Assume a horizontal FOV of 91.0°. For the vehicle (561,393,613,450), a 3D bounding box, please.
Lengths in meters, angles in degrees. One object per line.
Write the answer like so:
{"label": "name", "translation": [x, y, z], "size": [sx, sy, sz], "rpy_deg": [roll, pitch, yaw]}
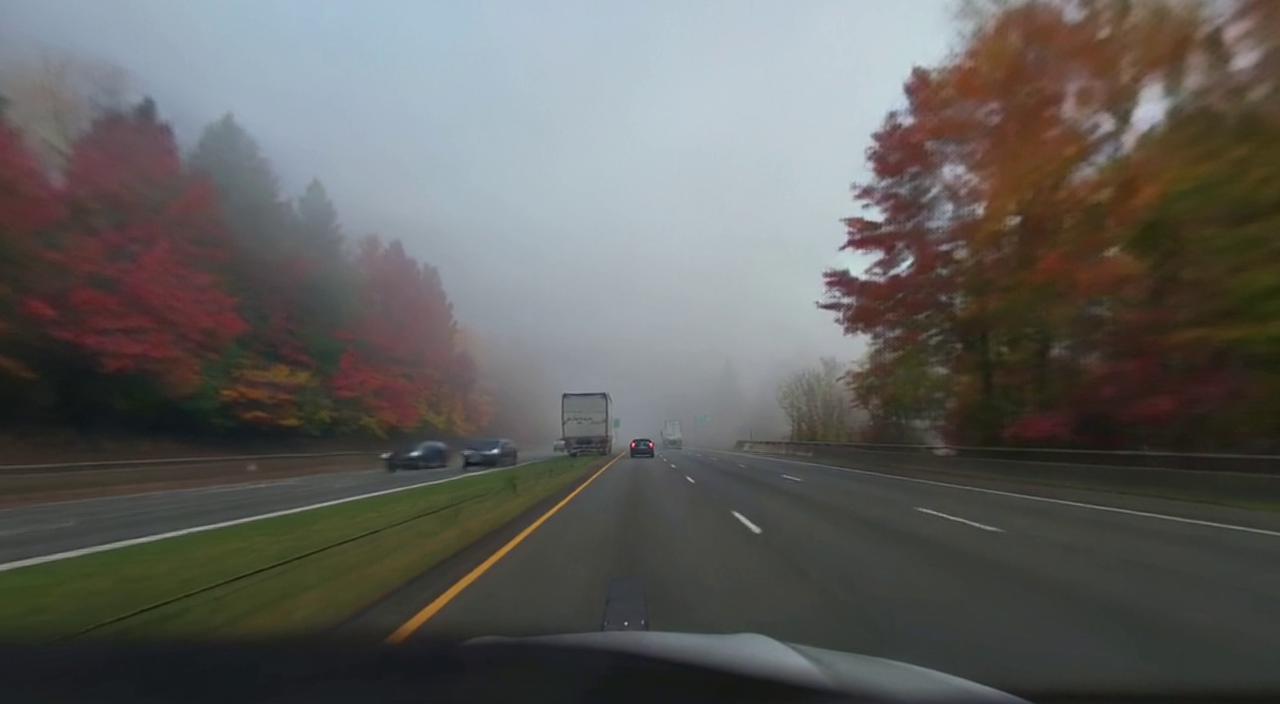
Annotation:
{"label": "vehicle", "translation": [-3.893, 5.598, 49.196], "size": [3.120, 3.936, 11.480], "rpy_deg": [0, -8, 0]}

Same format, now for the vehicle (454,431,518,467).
{"label": "vehicle", "translation": [-7.708, 4.887, 31.870], "size": [1.975, 1.637, 4.631], "rpy_deg": [0, -8, 1]}

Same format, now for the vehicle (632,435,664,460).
{"label": "vehicle", "translation": [0.498, 6.067, 40.098], "size": [1.924, 1.498, 3.817], "rpy_deg": [0, -8, 0]}

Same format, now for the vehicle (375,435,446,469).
{"label": "vehicle", "translation": [-11.410, 4.986, 31.617], "size": [1.857, 1.561, 4.388], "rpy_deg": [0, -8, 0]}
